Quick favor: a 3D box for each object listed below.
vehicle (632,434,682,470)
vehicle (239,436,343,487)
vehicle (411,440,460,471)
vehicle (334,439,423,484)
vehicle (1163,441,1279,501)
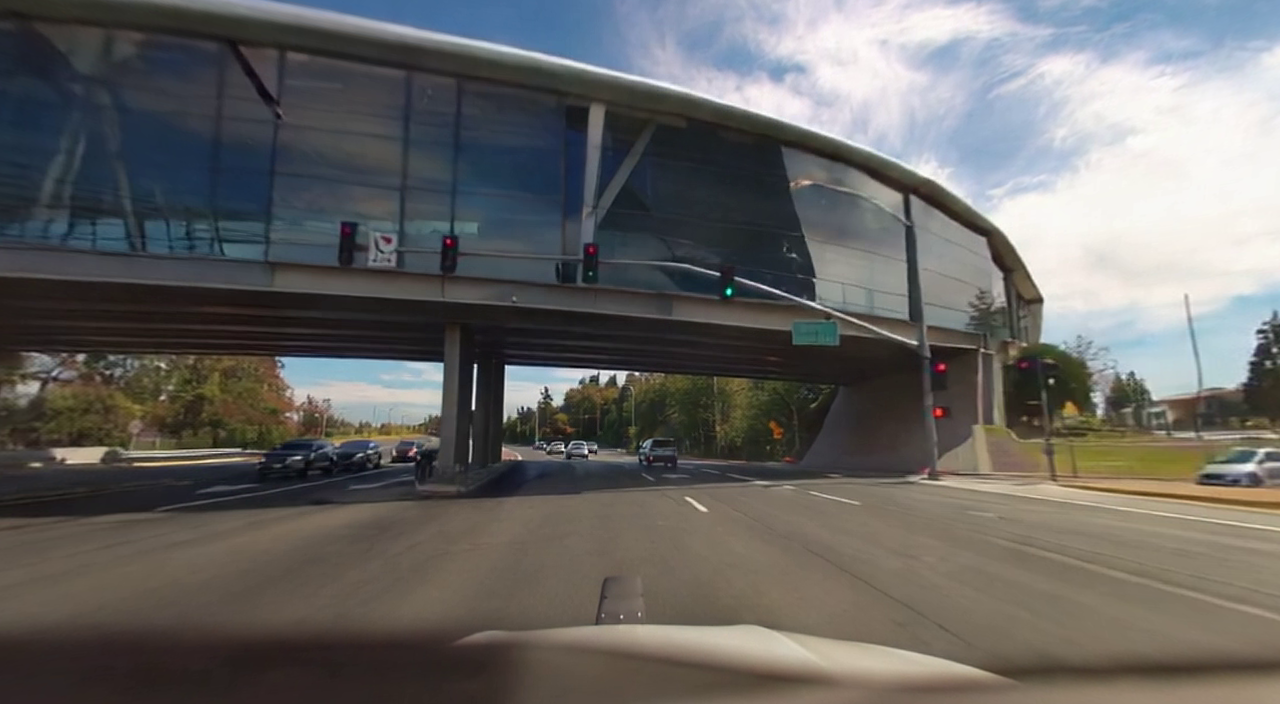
[{"bbox_3d":[0.826,5.140,32.884,2.024,1.724,3.928,1,-8,-7],"label":"vehicle"},{"bbox_3d":[-13.245,4.111,24.341,1.989,1.619,4.612,1,-6,-9],"label":"vehicle"},{"bbox_3d":[-10.994,5.554,34.153,1.722,1.519,3.826,1,-8,-6],"label":"vehicle"},{"bbox_3d":[-10.332,4.307,25.334,1.961,1.492,4.479,0,-6,-5],"label":"vehicle"},{"bbox_3d":[16.857,3.128,17.021,4.490,1.430,1.996,2,-8,-17],"label":"vehicle"}]
